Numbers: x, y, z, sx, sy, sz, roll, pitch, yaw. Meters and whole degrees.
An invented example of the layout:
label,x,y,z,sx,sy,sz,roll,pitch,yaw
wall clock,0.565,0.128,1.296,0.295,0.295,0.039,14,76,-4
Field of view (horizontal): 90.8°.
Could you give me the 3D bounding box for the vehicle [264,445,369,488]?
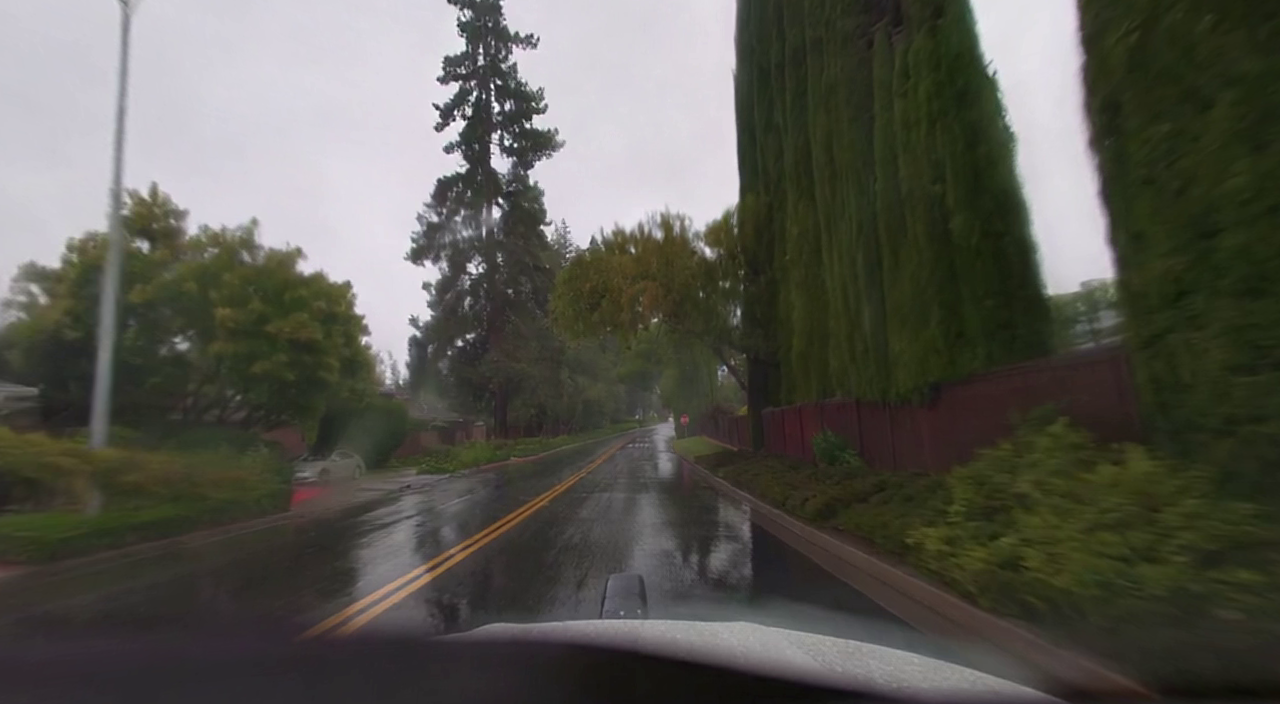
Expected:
label,x,y,z,sx,sy,sz,roll,pitch,yaw
vehicle,-14.847,5.248,29.397,2.305,1.793,4.883,0,-8,0
